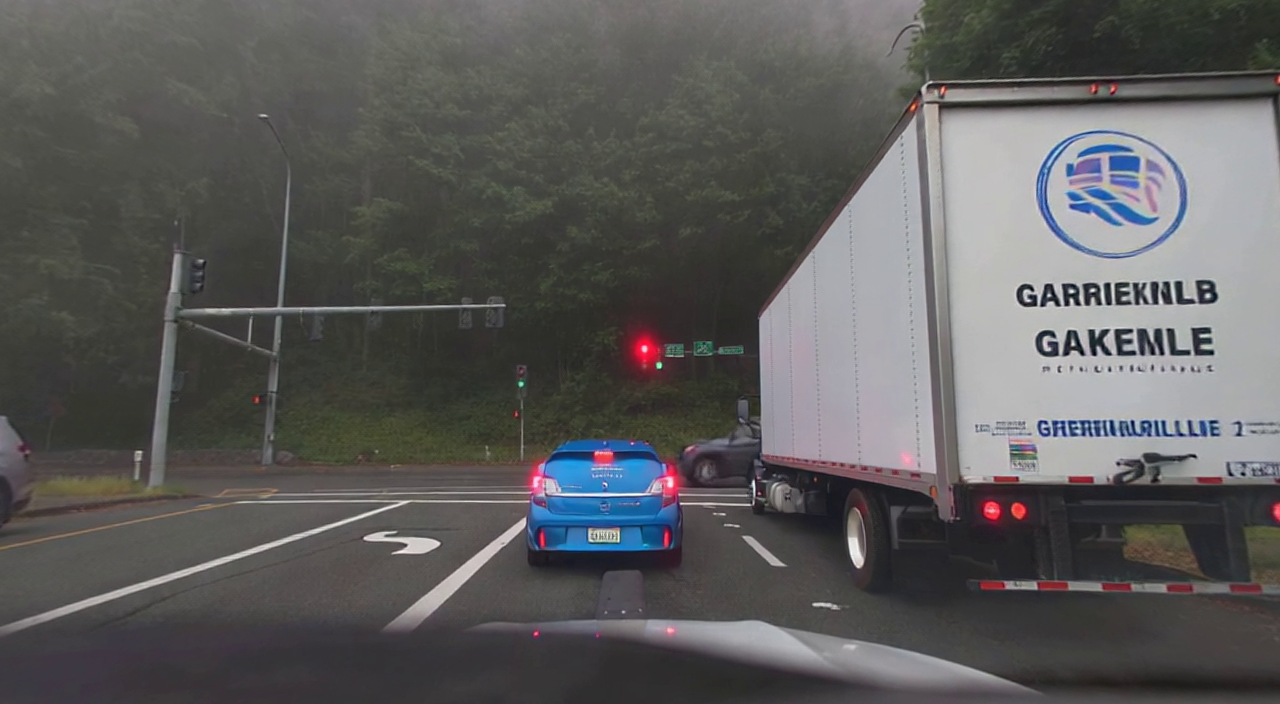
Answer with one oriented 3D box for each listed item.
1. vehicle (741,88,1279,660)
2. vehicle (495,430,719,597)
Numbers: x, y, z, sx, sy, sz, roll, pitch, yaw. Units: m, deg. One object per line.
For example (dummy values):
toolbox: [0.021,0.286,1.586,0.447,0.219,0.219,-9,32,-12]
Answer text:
vehicle: [3.563,0.770,8.955,2.884,3.753,9.763,0,-9,2]
vehicle: [-0.323,1.708,7.425,1.975,1.457,3.526,0,-9,-1]
